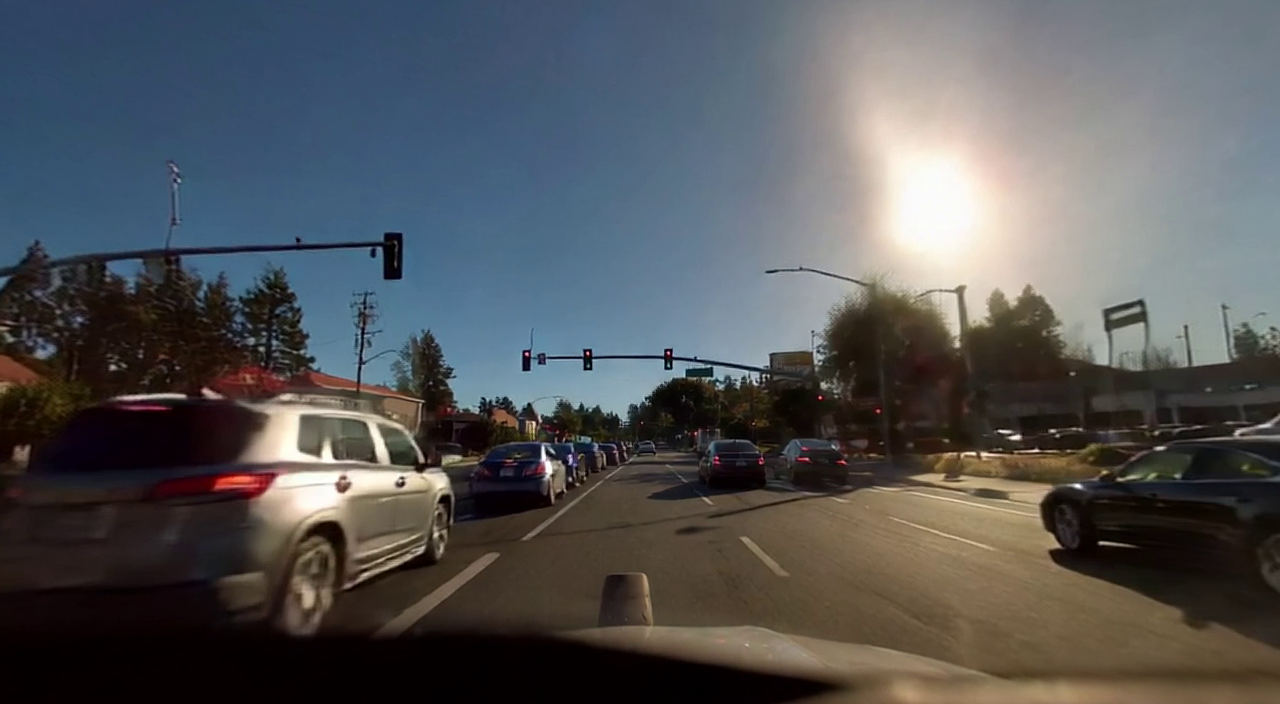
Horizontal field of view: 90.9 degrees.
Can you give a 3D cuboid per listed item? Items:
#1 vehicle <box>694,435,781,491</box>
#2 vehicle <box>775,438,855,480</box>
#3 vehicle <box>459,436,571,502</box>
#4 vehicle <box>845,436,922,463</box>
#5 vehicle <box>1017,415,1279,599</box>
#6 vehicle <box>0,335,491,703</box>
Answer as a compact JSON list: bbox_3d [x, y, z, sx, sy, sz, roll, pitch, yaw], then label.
[{"bbox_3d":[2.890,3.399,19.624,2.004,1.512,4.206,0,-9,0],"label":"vehicle"},{"bbox_3d":[7.090,4.385,26.124,2.070,1.547,4.941,-1,-9,3],"label":"vehicle"},{"bbox_3d":[-3.023,2.938,16.274,1.952,1.457,4.372,0,-9,1],"label":"vehicle"},{"bbox_3d":[15.595,6.227,40.292,4.337,1.614,2.043,4,-9,-24],"label":"vehicle"},{"bbox_3d":[6.347,1.498,6.610,1.881,1.540,4.750,0,-9,1],"label":"vehicle"},{"bbox_3d":[-2.822,1.142,5.177,2.117,1.799,4.442,0,-9,0],"label":"vehicle"}]
